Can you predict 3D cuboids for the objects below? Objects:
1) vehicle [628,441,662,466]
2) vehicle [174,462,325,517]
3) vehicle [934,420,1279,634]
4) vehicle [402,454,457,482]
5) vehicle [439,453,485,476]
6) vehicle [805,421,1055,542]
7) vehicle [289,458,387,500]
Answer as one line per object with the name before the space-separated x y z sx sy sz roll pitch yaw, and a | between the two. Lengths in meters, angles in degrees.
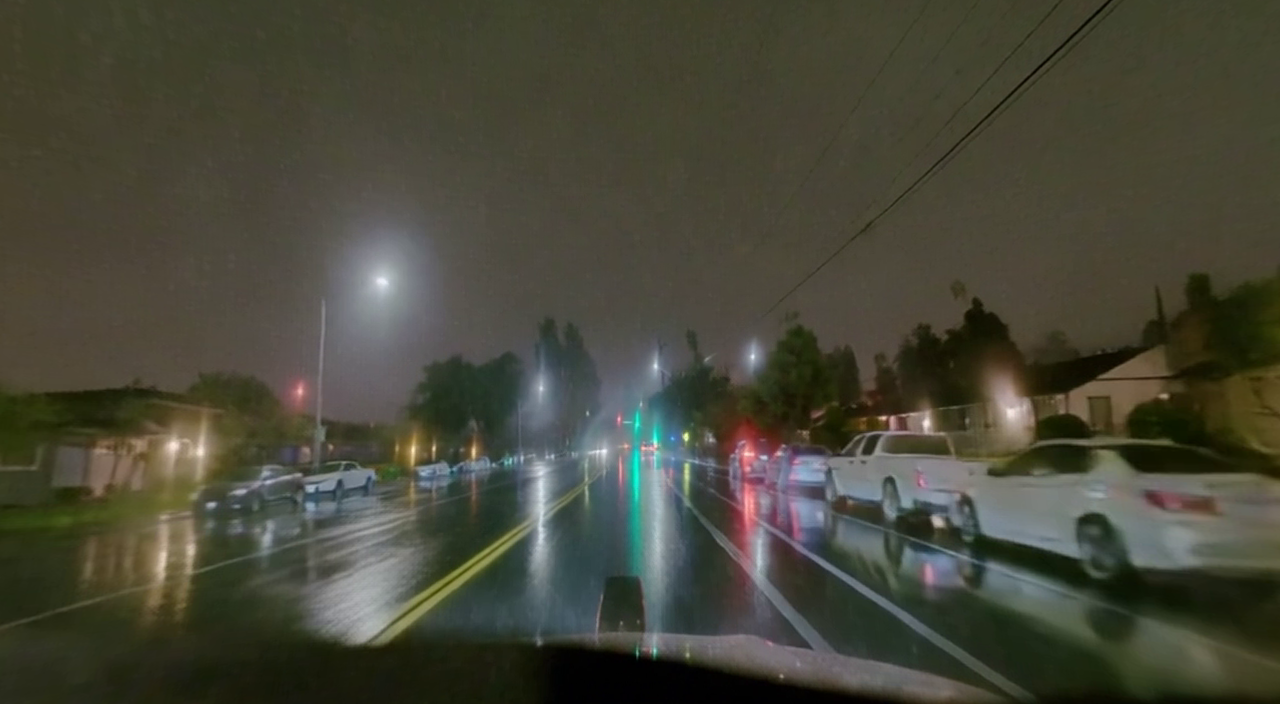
vehicle | 0.286 6.382 39.845 2.022 1.471 3.973 0 -9 -1
vehicle | -12.662 4.449 20.942 1.969 1.490 4.675 0 -9 1
vehicle | 5.080 1.543 6.615 1.875 1.467 4.332 0 -9 -1
vehicle | -12.555 6.946 37.997 1.877 1.505 4.125 0 -9 0
vehicle | -12.308 7.804 43.939 1.916 1.463 4.564 0 -9 -1
vehicle | 5.017 2.277 12.011 2.217 1.775 4.960 0 -8 -2
vehicle | -12.384 5.199 26.287 1.853 1.497 4.527 0 -9 0
